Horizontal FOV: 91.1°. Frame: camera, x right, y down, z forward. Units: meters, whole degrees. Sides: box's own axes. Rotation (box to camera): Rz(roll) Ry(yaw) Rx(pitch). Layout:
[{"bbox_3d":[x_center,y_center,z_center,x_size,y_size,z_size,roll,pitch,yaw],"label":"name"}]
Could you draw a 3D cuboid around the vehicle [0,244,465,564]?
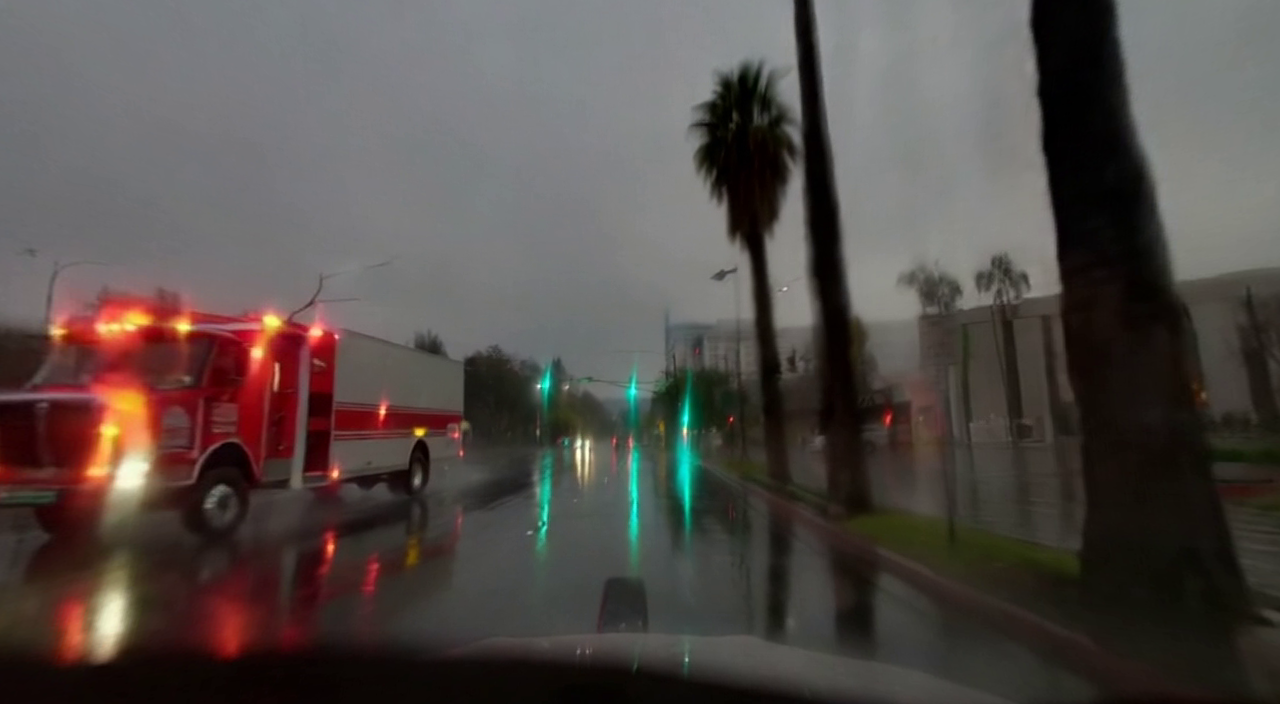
[{"bbox_3d":[-6.878,1.413,13.145,3.008,3.730,11.786,0,-9,0],"label":"vehicle"}]
